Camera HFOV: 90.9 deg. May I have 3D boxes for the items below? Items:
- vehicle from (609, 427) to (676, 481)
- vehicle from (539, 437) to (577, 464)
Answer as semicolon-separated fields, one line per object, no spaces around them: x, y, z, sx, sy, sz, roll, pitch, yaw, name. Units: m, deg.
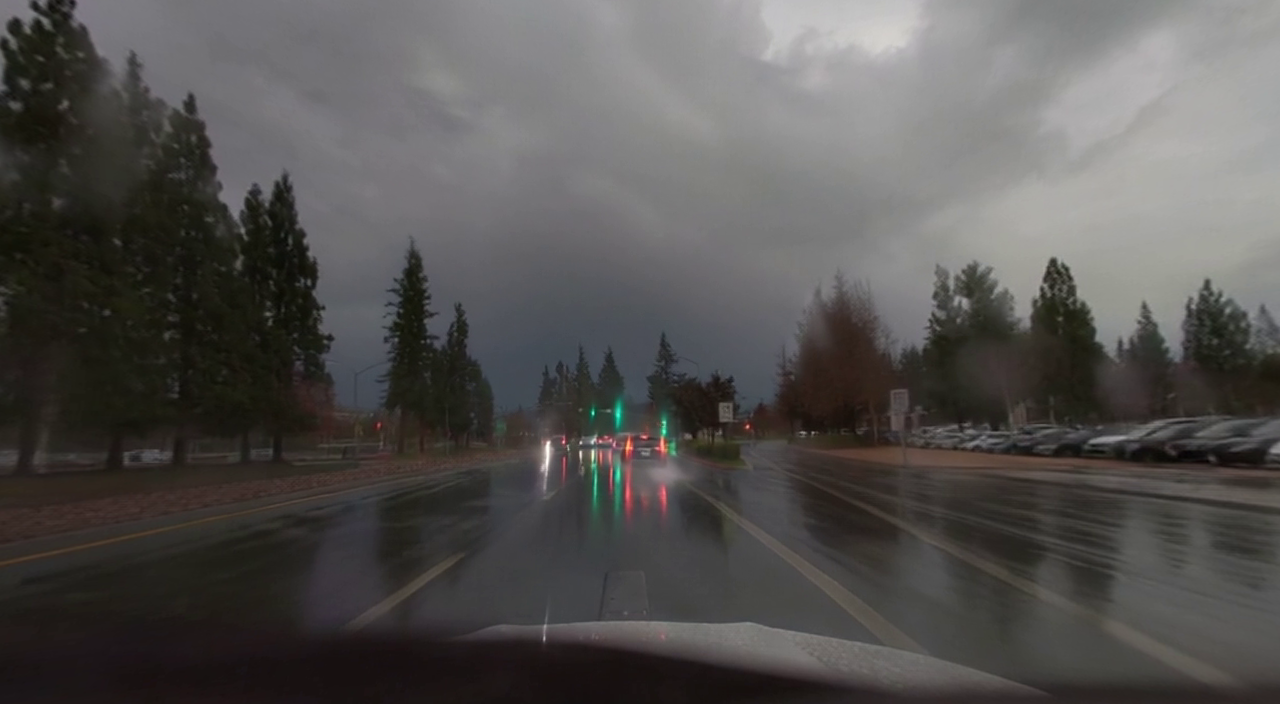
0.024;3.518;21.995;2.135;1.691;3.884;0;-8;-2;vehicle
-5.043;6.117;39.251;1.950;1.563;3.727;0;-8;-2;vehicle
